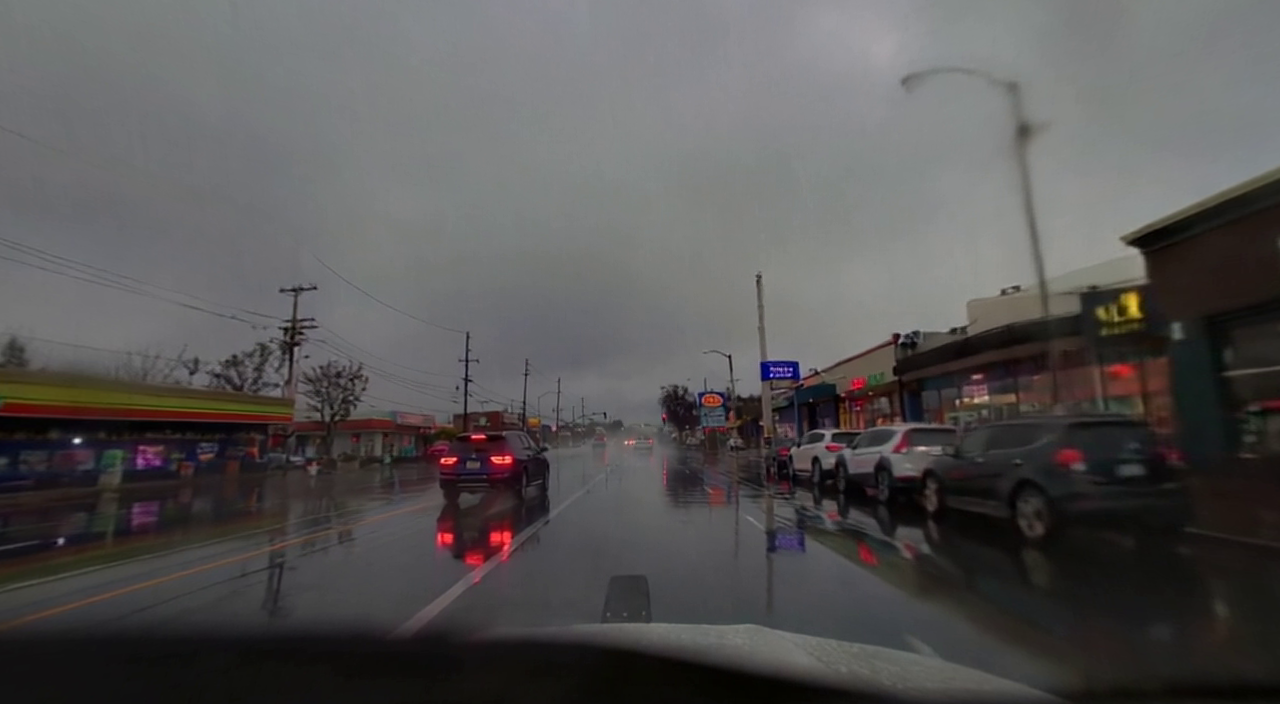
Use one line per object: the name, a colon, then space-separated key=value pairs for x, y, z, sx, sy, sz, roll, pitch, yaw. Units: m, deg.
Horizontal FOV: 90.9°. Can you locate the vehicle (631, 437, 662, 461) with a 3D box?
vehicle: x=0.401 y=6.509 z=42.378 sx=2.037 sy=1.484 sz=4.073 roll=0 pitch=-9 yaw=0

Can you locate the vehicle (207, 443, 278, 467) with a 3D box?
vehicle: x=-31.069 y=8.061 z=49.286 sx=4.589 sy=1.779 sz=2.154 roll=-3 pitch=-9 yaw=20

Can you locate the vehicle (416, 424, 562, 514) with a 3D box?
vehicle: x=-3.081 y=2.502 z=13.968 sx=2.049 sy=1.646 sz=4.445 roll=0 pitch=-9 yaw=1

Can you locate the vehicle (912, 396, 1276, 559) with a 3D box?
vehicle: x=6.356 y=1.823 z=9.818 sx=2.128 sy=1.900 sz=4.724 roll=0 pitch=-9 yaw=1
